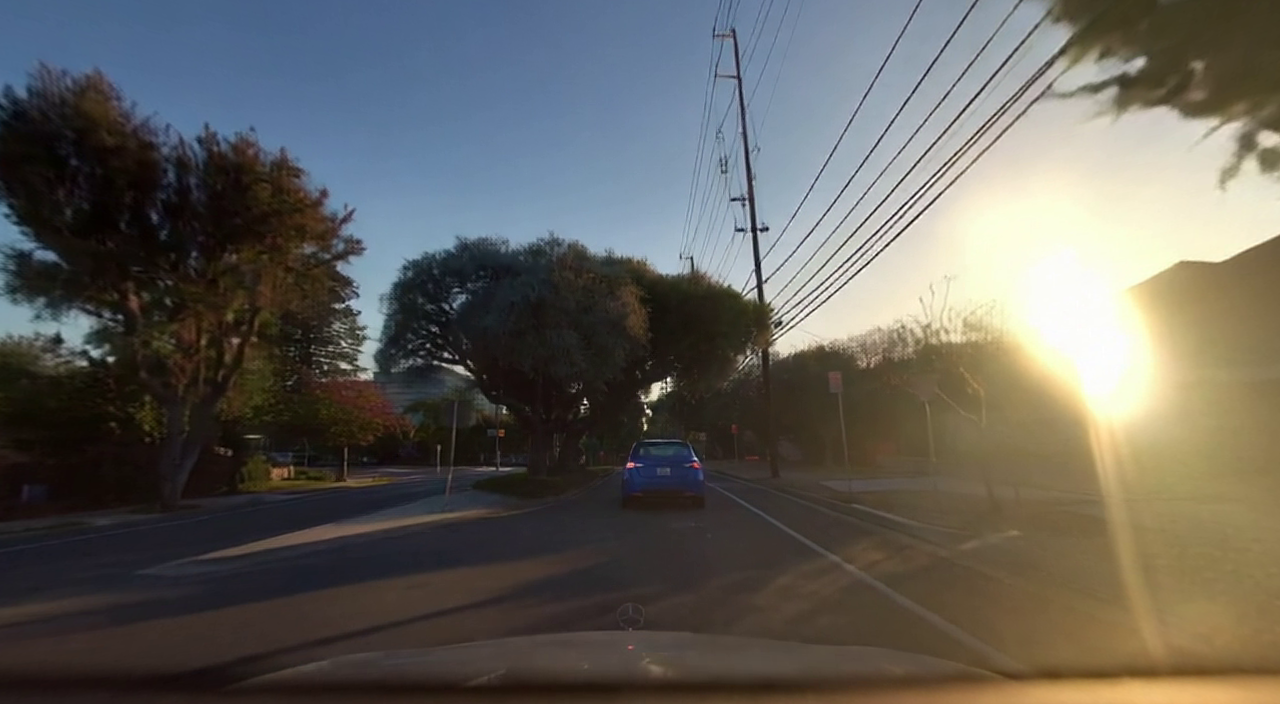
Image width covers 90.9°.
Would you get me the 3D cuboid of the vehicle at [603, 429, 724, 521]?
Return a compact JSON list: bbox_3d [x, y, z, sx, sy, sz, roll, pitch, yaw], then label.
[{"bbox_3d":[0.415,2.552,13.612,2.200,1.653,4.127,0,-8,0],"label":"vehicle"}]
